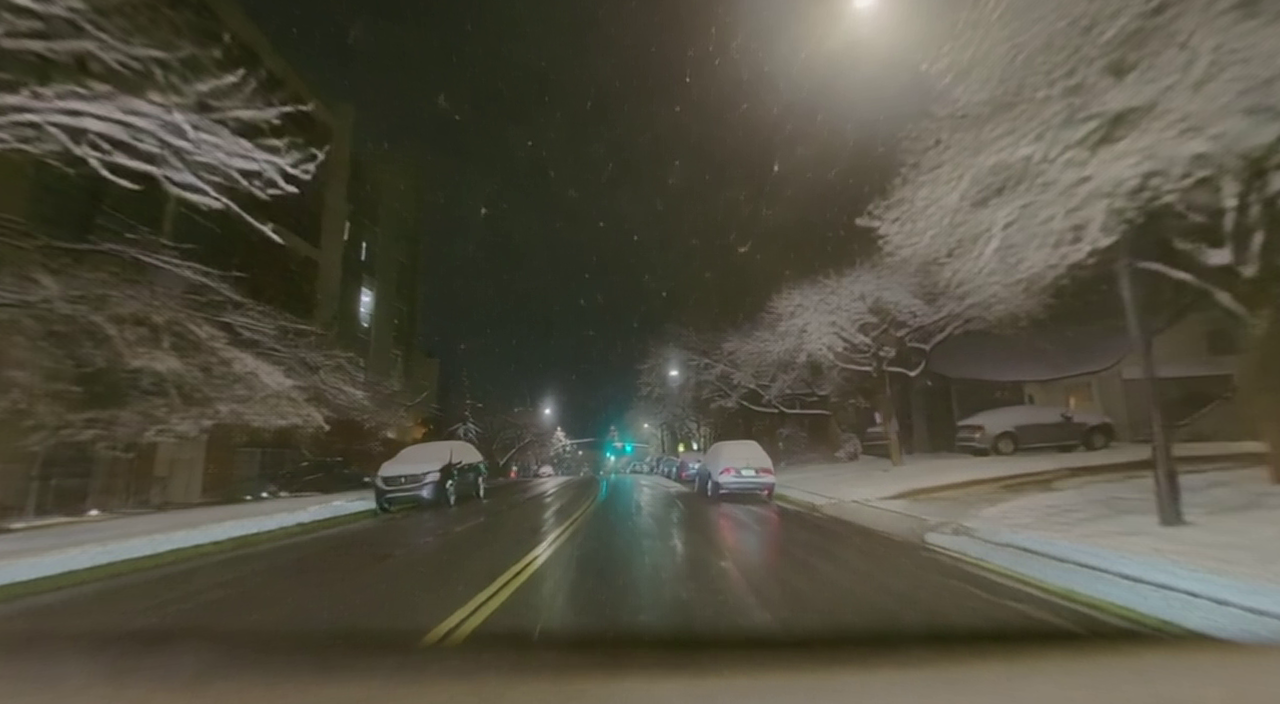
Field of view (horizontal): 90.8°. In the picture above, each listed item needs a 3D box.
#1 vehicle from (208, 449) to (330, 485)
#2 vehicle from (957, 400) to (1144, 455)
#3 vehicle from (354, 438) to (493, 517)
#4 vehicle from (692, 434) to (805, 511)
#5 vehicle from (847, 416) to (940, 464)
[{"bbox_3d":[-16.290,5.021,27.784,4.527,1.466,1.880,-3,-9,14],"label":"vehicle"},{"bbox_3d":[13.272,2.542,20.772,4.639,1.634,2.005,-3,-10,15],"label":"vehicle"},{"bbox_3d":[-5.536,3.208,16.923,2.155,1.729,4.799,-1,-7,-2],"label":"vehicle"},{"bbox_3d":[2.820,3.281,17.719,2.229,1.826,4.611,0,-8,-1],"label":"vehicle"},{"bbox_3d":[10.924,3.769,27.021,2.100,1.857,4.611,-8,-11,42],"label":"vehicle"}]
